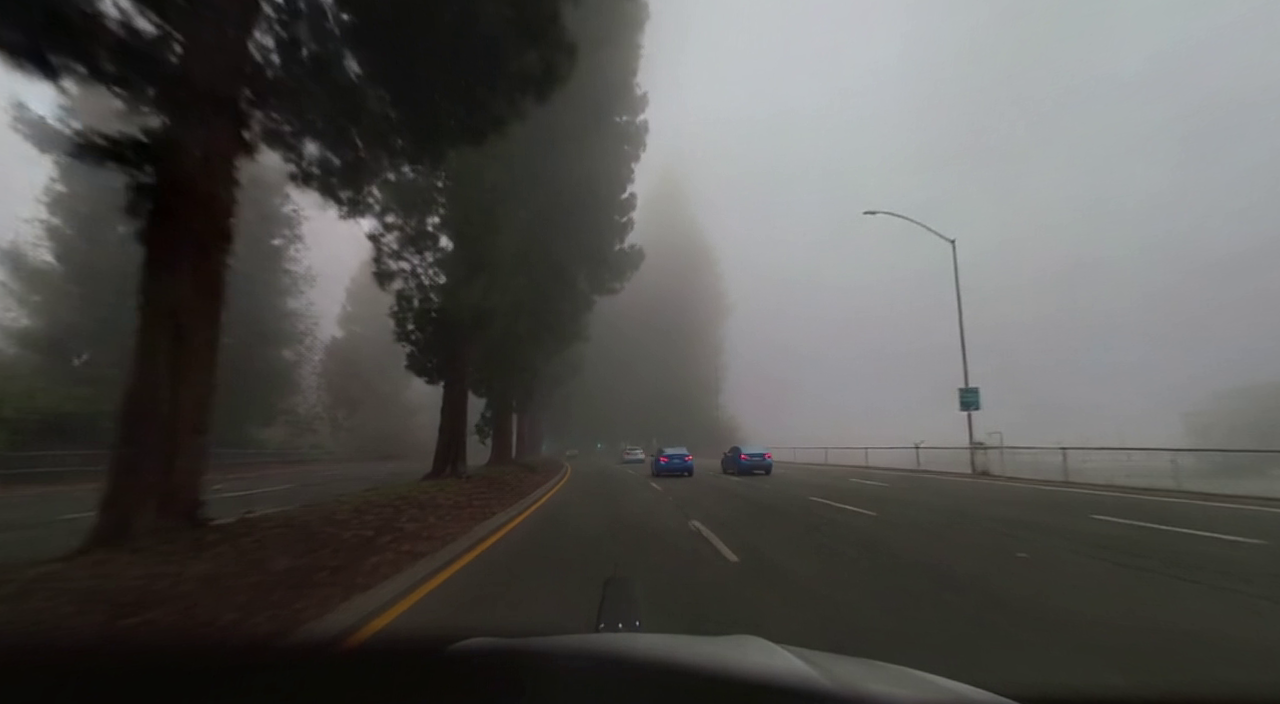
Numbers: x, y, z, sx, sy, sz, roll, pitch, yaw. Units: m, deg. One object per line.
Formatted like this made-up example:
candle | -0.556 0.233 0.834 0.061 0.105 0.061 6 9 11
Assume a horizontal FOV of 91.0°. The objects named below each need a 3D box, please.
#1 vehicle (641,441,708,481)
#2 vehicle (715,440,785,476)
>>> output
vehicle | 1.308 4.359 25.573 2.077 1.464 4.134 1 -8 -6
vehicle | 4.821 4.682 28.138 1.901 1.474 4.363 1 -9 -6
